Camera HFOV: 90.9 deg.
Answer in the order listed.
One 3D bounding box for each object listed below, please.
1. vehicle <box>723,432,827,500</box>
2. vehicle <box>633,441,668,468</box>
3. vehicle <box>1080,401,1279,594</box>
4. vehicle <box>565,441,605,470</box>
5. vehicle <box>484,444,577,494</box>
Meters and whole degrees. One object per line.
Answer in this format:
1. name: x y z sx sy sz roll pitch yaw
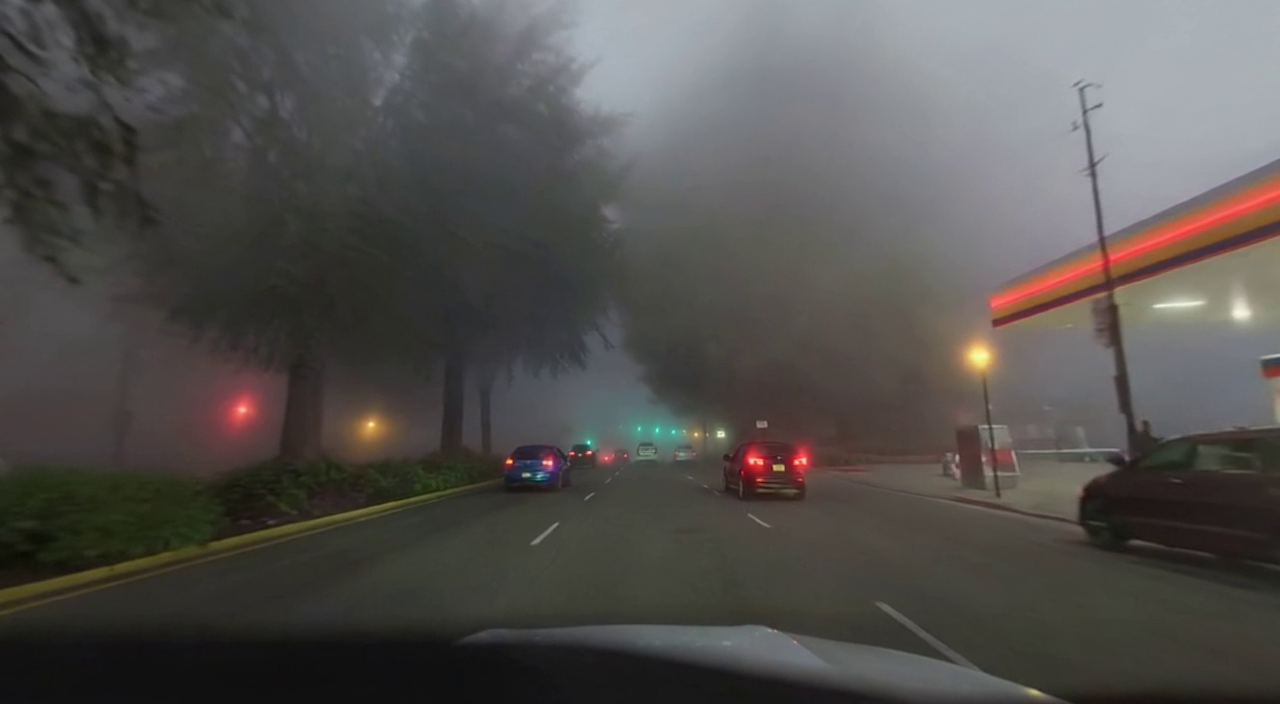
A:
1. vehicle: 3.745 3.250 18.426 1.980 1.709 4.813 0 -8 0
2. vehicle: 0.676 6.716 41.654 2.192 1.674 4.124 0 -8 0
3. vehicle: 7.078 1.371 5.831 2.189 1.783 5.122 1 -8 -2
4. vehicle: -3.291 6.279 38.496 1.988 1.645 3.995 0 -8 1
5. vehicle: -3.276 3.590 19.811 2.013 1.354 4.393 0 -8 2
